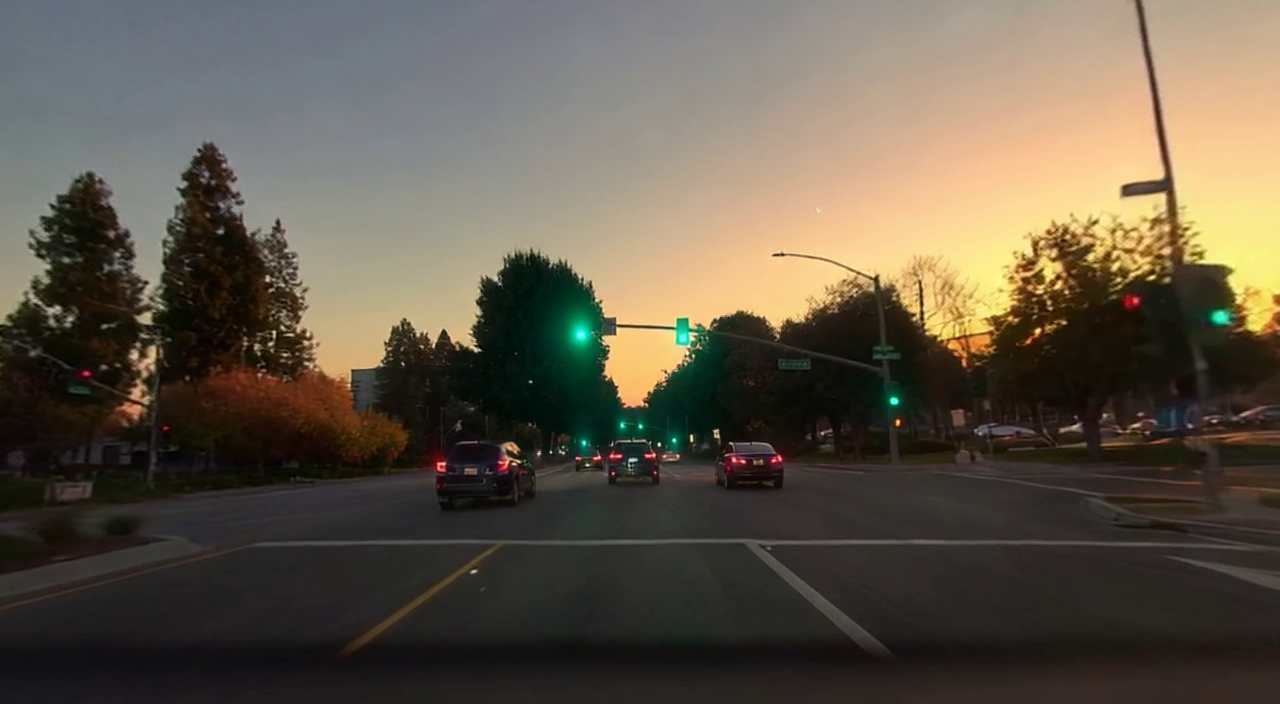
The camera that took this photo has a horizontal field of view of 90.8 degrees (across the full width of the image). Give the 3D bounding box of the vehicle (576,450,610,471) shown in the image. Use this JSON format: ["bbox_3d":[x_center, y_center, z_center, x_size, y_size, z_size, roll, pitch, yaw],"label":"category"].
[{"bbox_3d":[-3.511,8.168,47.764,2.163,1.488,4.511,-1,-8,1],"label":"vehicle"}]

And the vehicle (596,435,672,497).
[{"bbox_3d":[-0.164,3.552,20.109,2.150,1.725,4.096,0,-8,0],"label":"vehicle"}]

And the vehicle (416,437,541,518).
[{"bbox_3d":[-3.578,2.836,14.821,1.823,1.602,4.061,-1,-8,1],"label":"vehicle"}]

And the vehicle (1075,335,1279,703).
[{"bbox_3d":[3.250,0.554,0.758,2.069,1.644,4.714,0,-8,0],"label":"vehicle"}]

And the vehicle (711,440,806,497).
[{"bbox_3d":[3.464,3.486,19.305,2.068,1.541,4.041,0,-8,-1],"label":"vehicle"}]
